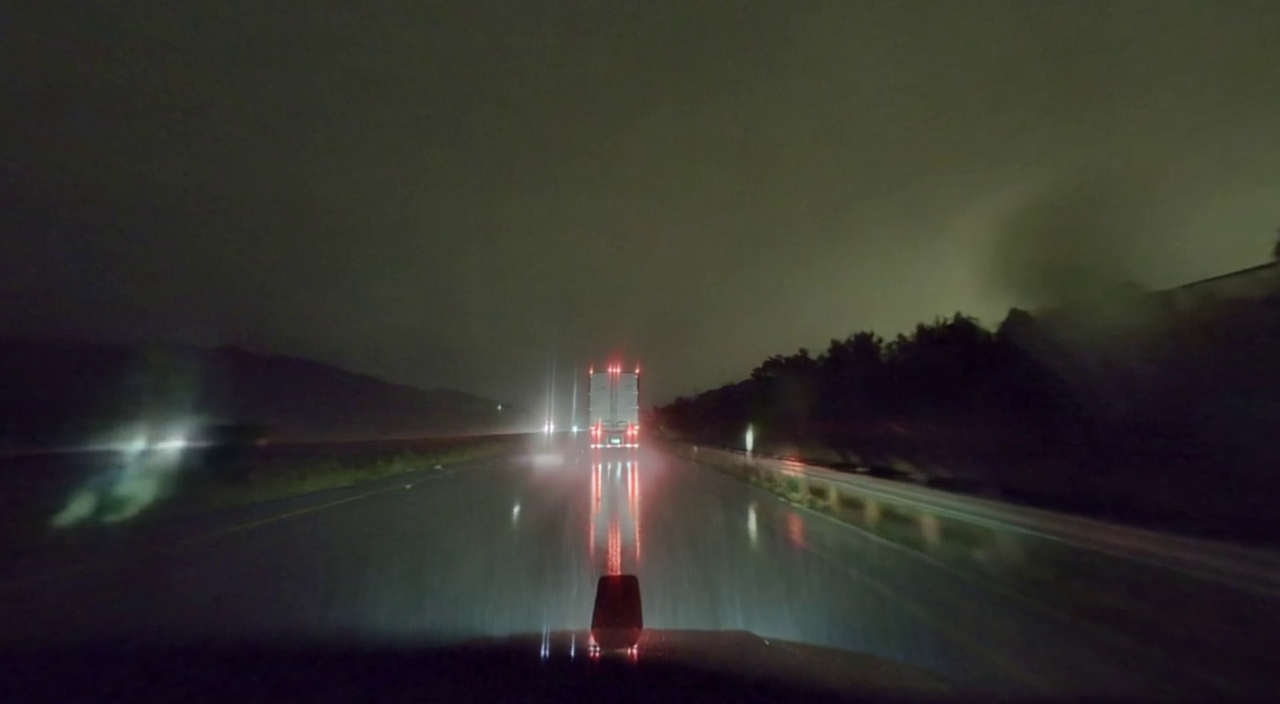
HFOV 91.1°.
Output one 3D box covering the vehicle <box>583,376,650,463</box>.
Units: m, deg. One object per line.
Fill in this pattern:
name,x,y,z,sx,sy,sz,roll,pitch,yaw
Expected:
vehicle,-1.343,3.768,34.130,3.023,3.965,10.402,0,-8,-3
